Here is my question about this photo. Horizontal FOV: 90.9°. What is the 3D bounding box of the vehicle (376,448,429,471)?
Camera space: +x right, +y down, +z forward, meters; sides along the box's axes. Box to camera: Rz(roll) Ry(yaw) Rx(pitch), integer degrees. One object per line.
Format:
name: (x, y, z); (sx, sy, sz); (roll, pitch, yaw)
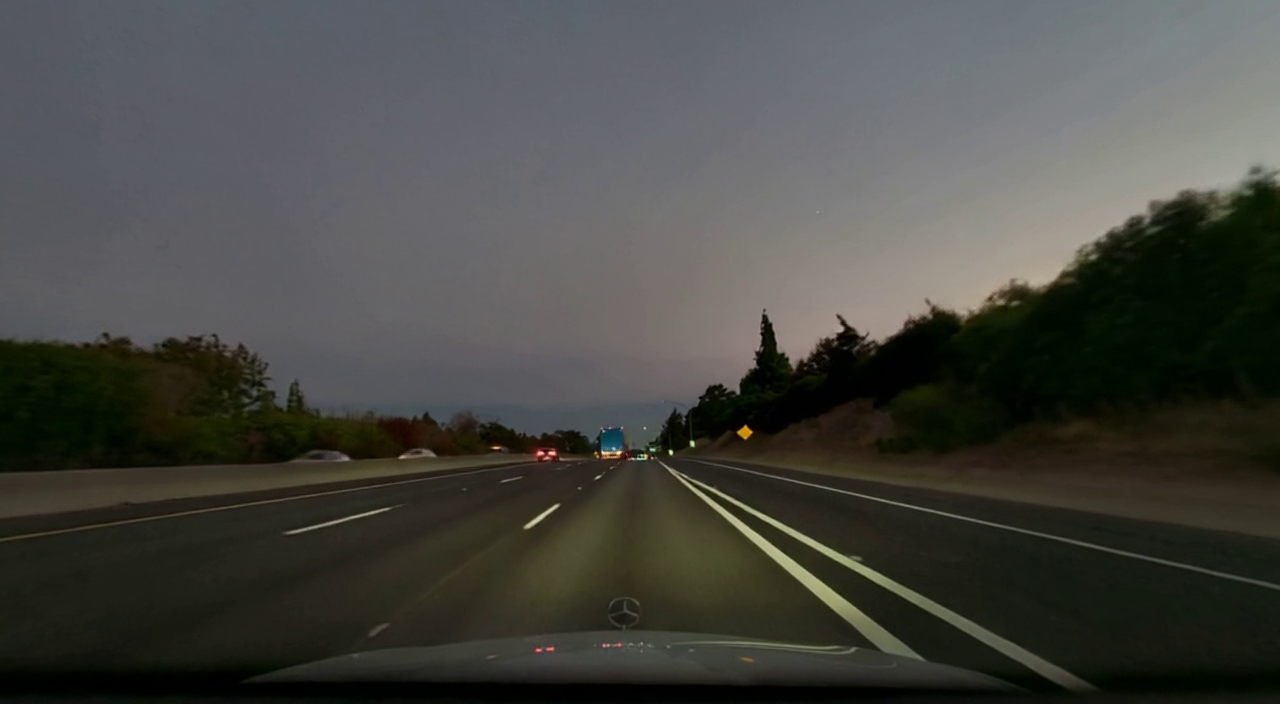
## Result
vehicle: (-17.485, 7.916, 46.660); (1.993, 1.582, 4.871); (0, -9, 0)

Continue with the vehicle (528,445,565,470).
vehicle: (-7.104, 8.026, 48.223); (2.043, 1.828, 4.436); (0, -9, 1)

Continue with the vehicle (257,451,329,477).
vehicle: (-21.203, 6.827, 38.772); (1.948, 1.457, 4.445); (0, -9, 0)
